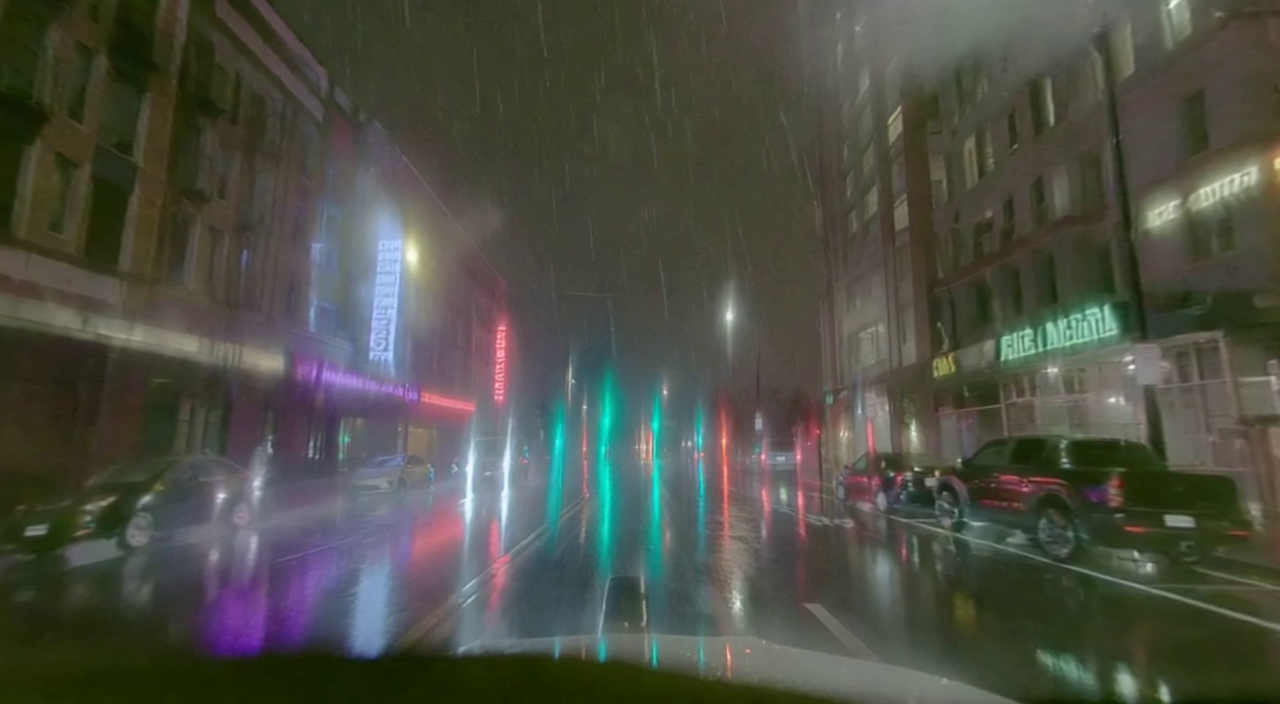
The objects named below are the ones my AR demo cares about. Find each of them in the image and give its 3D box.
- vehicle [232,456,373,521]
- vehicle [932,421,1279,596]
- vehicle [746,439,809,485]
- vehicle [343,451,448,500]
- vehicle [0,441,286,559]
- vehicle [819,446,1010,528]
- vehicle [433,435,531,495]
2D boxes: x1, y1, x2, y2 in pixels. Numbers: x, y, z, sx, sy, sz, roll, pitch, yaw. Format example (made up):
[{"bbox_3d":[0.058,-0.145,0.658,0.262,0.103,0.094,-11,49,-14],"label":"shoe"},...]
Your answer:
[{"bbox_3d":[-8.964,3.647,17.138,1.783,1.512,3.678,-1,-11,-1],"label":"vehicle"},{"bbox_3d":[5.827,1.859,8.415,1.864,1.699,4.317,0,-8,2],"label":"vehicle"},{"bbox_3d":[6.158,4.958,28.764,1.922,1.871,4.477,0,-8,1],"label":"vehicle"},{"bbox_3d":[-8.716,4.479,22.972,1.905,1.576,4.566,-1,-11,1],"label":"vehicle"},{"bbox_3d":[-8.995,2.721,12.023,1.916,1.738,4.451,-1,-11,-1],"label":"vehicle"},{"bbox_3d":[5.747,2.842,14.007,2.032,1.466,4.660,0,-8,-2],"label":"vehicle"},{"bbox_3d":[-5.569,4.054,23.088,2.203,1.937,5.133,0,-8,1],"label":"vehicle"}]
